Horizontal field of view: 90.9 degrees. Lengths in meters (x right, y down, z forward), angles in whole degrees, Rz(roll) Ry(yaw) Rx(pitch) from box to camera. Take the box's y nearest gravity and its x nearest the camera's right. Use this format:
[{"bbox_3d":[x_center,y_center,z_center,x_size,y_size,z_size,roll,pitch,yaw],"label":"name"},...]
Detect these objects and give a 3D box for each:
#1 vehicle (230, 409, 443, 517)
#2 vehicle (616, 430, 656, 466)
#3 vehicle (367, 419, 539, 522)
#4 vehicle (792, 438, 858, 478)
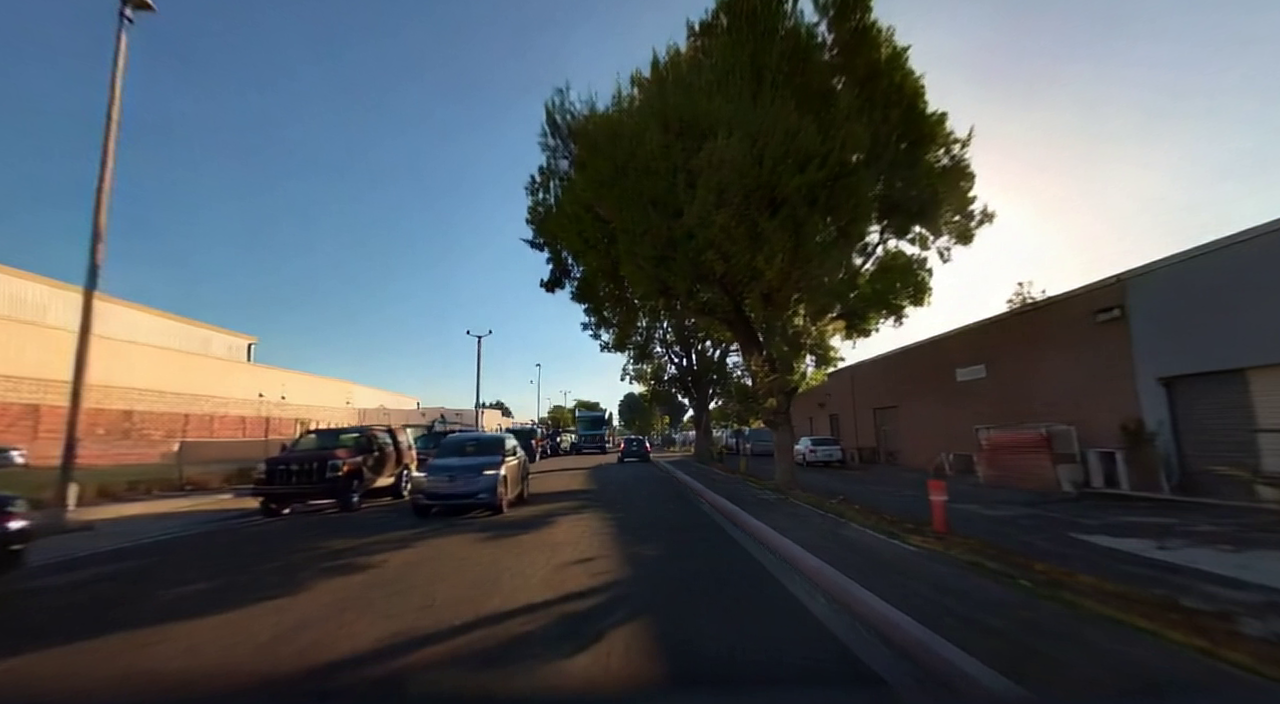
[{"bbox_3d":[-6.420,2.473,14.296,2.139,1.943,5.295,-1,-9,1],"label":"vehicle"},{"bbox_3d":[-0.240,5.401,35.638,2.152,1.874,4.042,0,-8,-1],"label":"vehicle"},{"bbox_3d":[-3.472,2.270,12.747,2.157,1.703,4.310,0,-8,0],"label":"vehicle"},{"bbox_3d":[8.248,4.713,28.432,1.874,1.669,4.083,0,-8,2],"label":"vehicle"}]
